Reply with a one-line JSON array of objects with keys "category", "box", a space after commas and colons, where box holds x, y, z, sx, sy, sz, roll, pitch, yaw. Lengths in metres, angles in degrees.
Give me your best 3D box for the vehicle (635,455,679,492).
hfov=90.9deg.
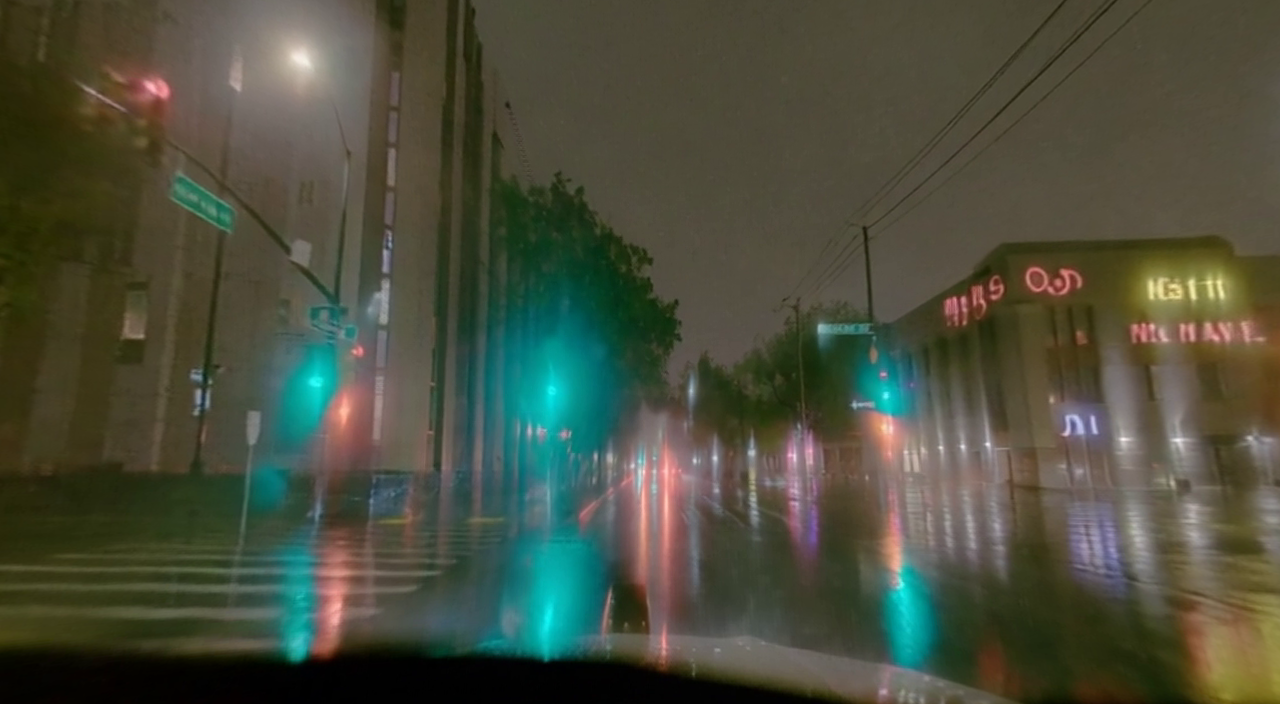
[{"category": "vehicle", "box": [0.820, 6.028, 31.511, 2.079, 1.621, 3.861, 0, -8, 0]}]
